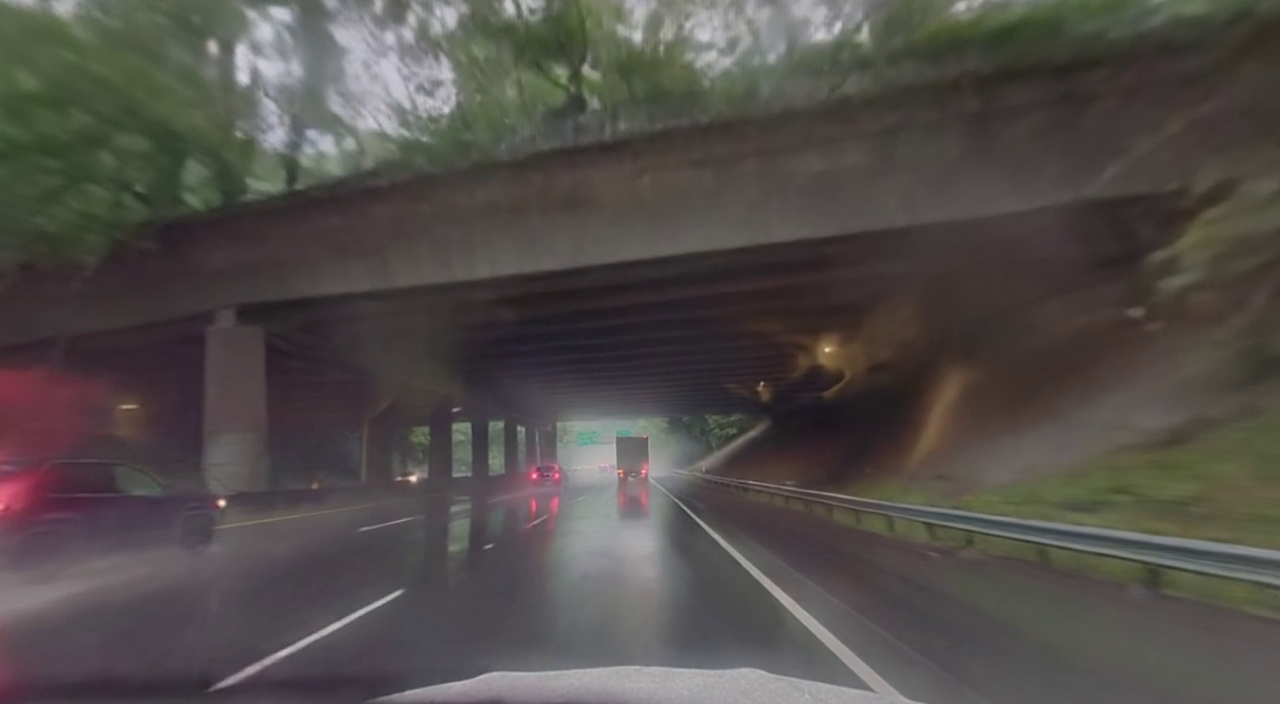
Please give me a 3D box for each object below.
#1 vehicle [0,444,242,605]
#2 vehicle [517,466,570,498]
[{"bbox_3d":[-7.504,2.086,8.220,1.899,1.615,4.097,1,-10,0],"label":"vehicle"},{"bbox_3d":[-4.863,6.616,32.371,1.950,1.460,4.812,0,-10,0],"label":"vehicle"}]
